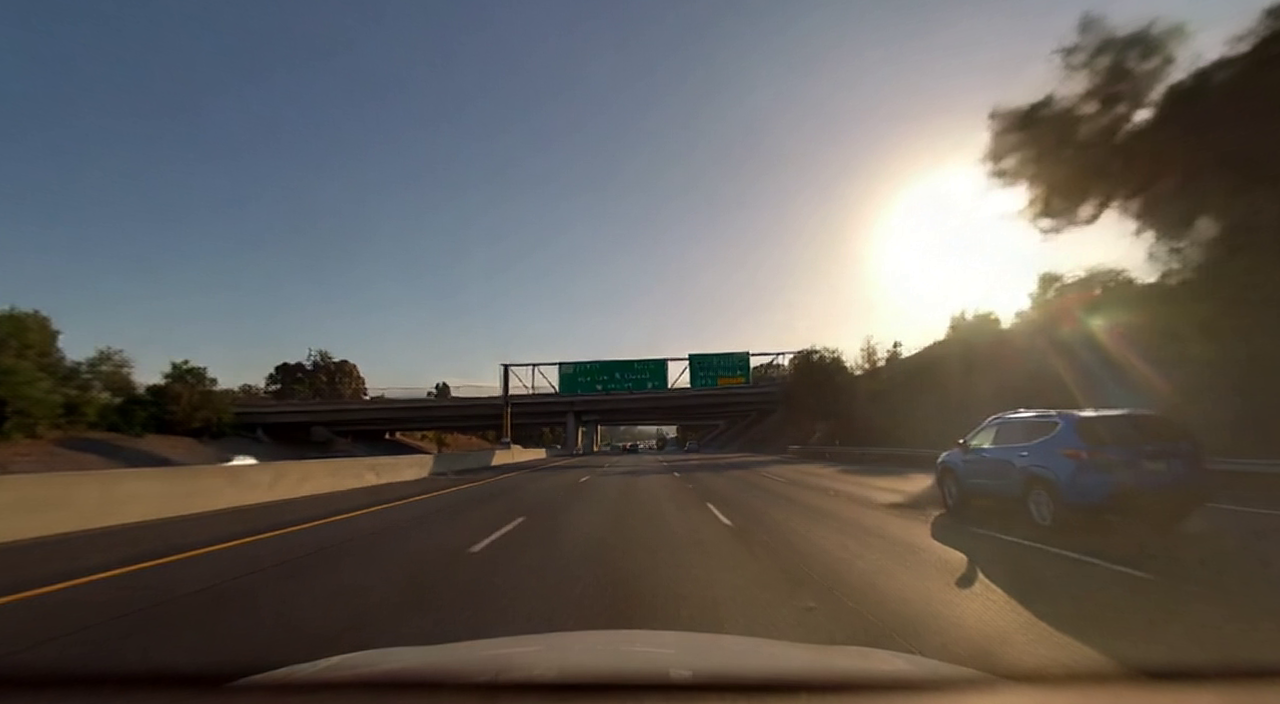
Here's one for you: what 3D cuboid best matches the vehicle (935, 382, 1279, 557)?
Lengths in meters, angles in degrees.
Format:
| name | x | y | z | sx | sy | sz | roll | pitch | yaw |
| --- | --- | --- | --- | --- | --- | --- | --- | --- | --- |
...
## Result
| name | x | y | z | sx | sy | sz | roll | pitch | yaw |
| --- | --- | --- | --- | --- | --- | --- | --- | --- | --- |
| vehicle | 6.597 | 1.615 | 9.251 | 2.222 | 1.899 | 4.595 | 0 | -8 | -1 |

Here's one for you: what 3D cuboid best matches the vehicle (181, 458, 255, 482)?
| name | x | y | z | sx | sy | sz | roll | pitch | yaw |
| --- | --- | --- | --- | --- | --- | --- | --- | --- | --- |
| vehicle | -29.291 | 8.168 | 43.994 | 1.907 | 1.499 | 4.738 | -1 | -8 | 0 |
